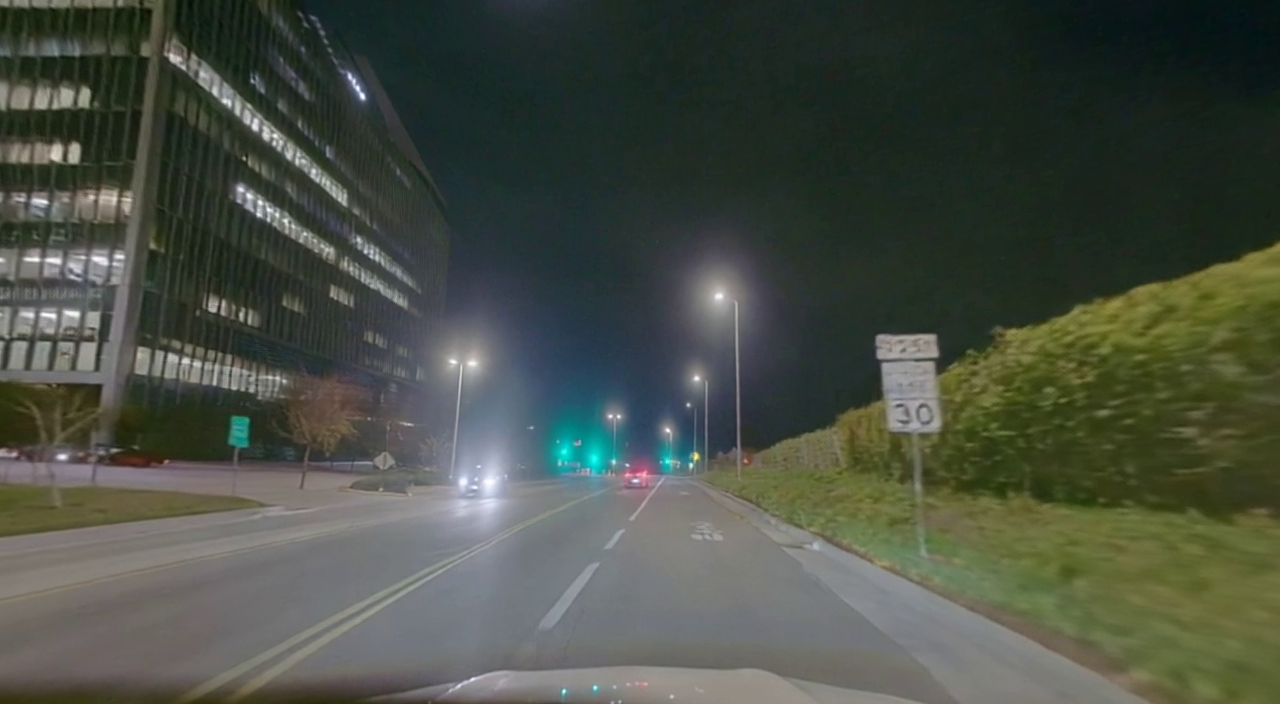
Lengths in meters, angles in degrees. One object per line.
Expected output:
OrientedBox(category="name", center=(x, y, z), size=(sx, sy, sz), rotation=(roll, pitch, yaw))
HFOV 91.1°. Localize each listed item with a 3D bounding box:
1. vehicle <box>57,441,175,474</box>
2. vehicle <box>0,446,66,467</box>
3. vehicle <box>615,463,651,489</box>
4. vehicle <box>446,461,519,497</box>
OrientedBox(category="vehicle", center=(-33.443, 6.795, 40.331), size=(2.033, 1.959, 5.294), rotation=(-4, -11, 22))
OrientedBox(category="vehicle", center=(-44.709, 7.650, 45.726), size=(1.714, 1.464, 3.804), rotation=(-3, -11, 20))
OrientedBox(category="vehicle", center=(-0.401, 8.170, 41.577), size=(2.067, 1.629, 3.858), rotation=(0, -10, 5))
OrientedBox(category="vehicle", center=(-7.041, 5.753, 28.660), size=(1.979, 1.499, 4.666), rotation=(0, -10, 2))
